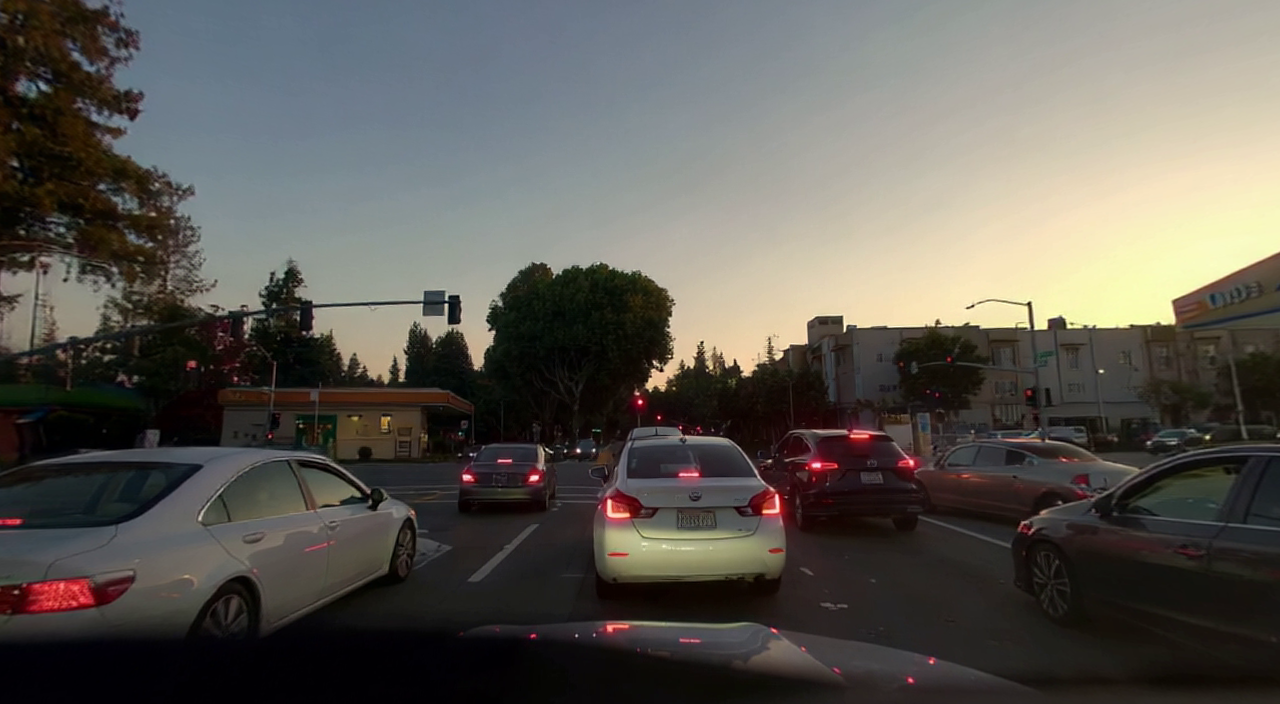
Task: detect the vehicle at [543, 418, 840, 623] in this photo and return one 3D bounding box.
[{"bbox_3d":[0.330,1.586,6.940,2.220,1.507,4.317,0,-9,-2],"label":"vehicle"}]

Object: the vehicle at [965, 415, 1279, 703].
[{"bbox_3d":[4.174,1.136,3.610,1.950,1.497,4.686,0,-9,-3],"label":"vehicle"}]

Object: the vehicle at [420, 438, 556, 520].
[{"bbox_3d":[-3.078,2.648,13.708,1.867,1.474,4.237,0,-9,1],"label":"vehicle"}]

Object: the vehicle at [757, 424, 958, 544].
[{"bbox_3d":[3.378,2.132,10.793,1.947,1.630,4.127,0,-9,0],"label":"vehicle"}]

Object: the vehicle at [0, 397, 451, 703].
[{"bbox_3d":[-3.013,1.249,4.613,1.887,1.493,4.255,0,-9,1],"label":"vehicle"}]
